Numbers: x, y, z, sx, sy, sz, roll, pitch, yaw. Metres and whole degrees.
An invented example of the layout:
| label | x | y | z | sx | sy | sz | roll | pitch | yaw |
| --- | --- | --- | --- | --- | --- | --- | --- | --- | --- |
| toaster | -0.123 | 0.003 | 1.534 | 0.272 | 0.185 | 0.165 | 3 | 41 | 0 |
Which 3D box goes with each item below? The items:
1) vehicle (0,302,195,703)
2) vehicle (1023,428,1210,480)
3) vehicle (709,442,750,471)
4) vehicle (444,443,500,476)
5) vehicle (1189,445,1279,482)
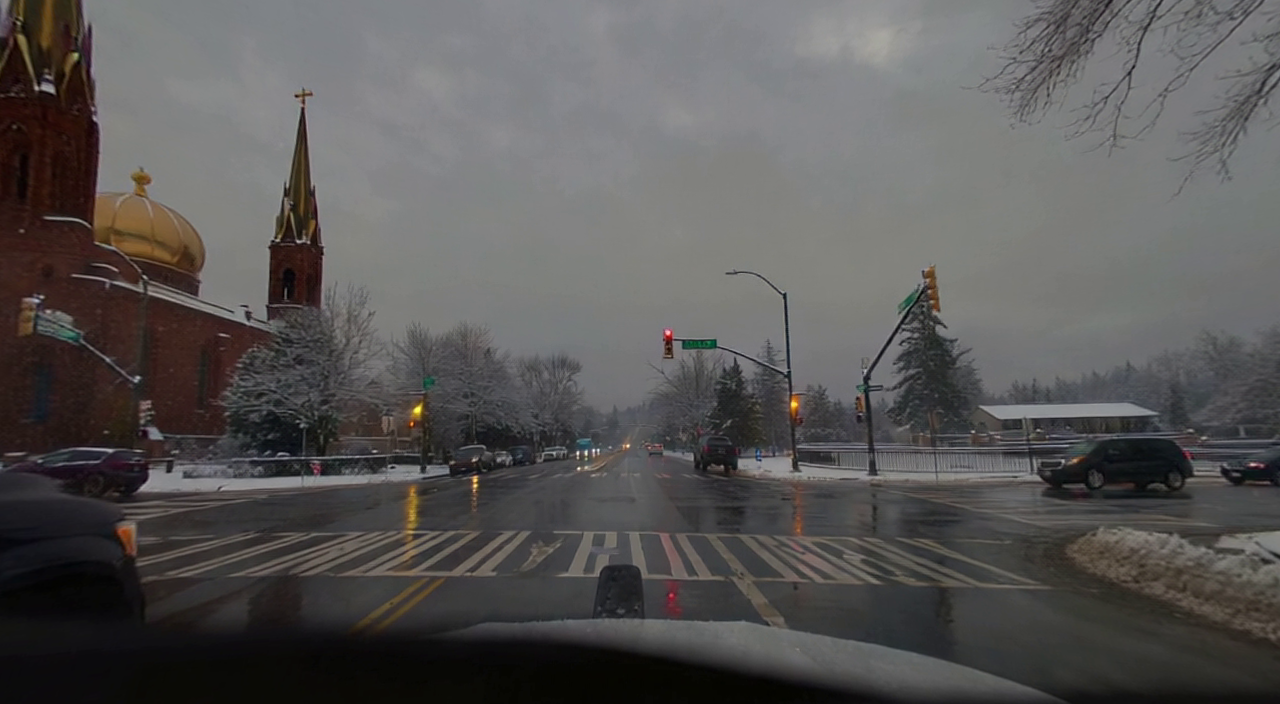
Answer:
| label | x | y | z | sx | sy | sz | roll | pitch | yaw |
| --- | --- | --- | --- | --- | --- | --- | --- | --- | --- |
| vehicle | -3.884 | 0.539 | 0.917 | 2.251 | 2.009 | 5.688 | 0 | -8 | 1 |
| vehicle | 19.868 | 4.288 | 26.574 | 5.852 | 2.057 | 2.361 | 0 | -8 | 0 |
| vehicle | 5.812 | 6.836 | 41.502 | 1.969 | 1.776 | 4.329 | 0 | -8 | -1 |
| vehicle | -10.245 | 6.604 | 38.965 | 2.076 | 1.876 | 4.669 | 0 | -8 | 1 |
| vehicle | 26.375 | 4.687 | 26.693 | 4.561 | 1.475 | 1.850 | 0 | -8 | 0 |
